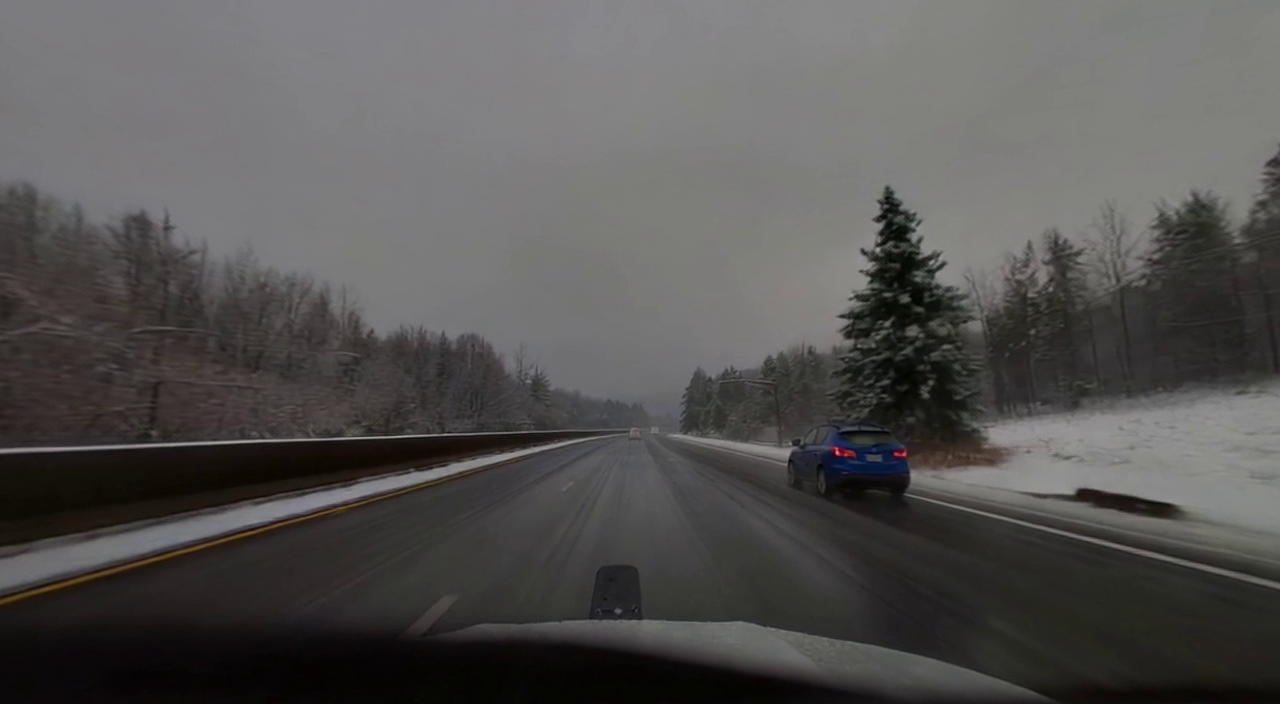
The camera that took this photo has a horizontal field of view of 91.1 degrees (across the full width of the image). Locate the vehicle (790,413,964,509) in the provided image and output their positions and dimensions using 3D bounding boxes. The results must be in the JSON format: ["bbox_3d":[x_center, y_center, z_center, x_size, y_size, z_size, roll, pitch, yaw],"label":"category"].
[{"bbox_3d":[4.227,1.992,11.934,1.765,1.510,3.762,0,-8,-1],"label":"vehicle"}]
